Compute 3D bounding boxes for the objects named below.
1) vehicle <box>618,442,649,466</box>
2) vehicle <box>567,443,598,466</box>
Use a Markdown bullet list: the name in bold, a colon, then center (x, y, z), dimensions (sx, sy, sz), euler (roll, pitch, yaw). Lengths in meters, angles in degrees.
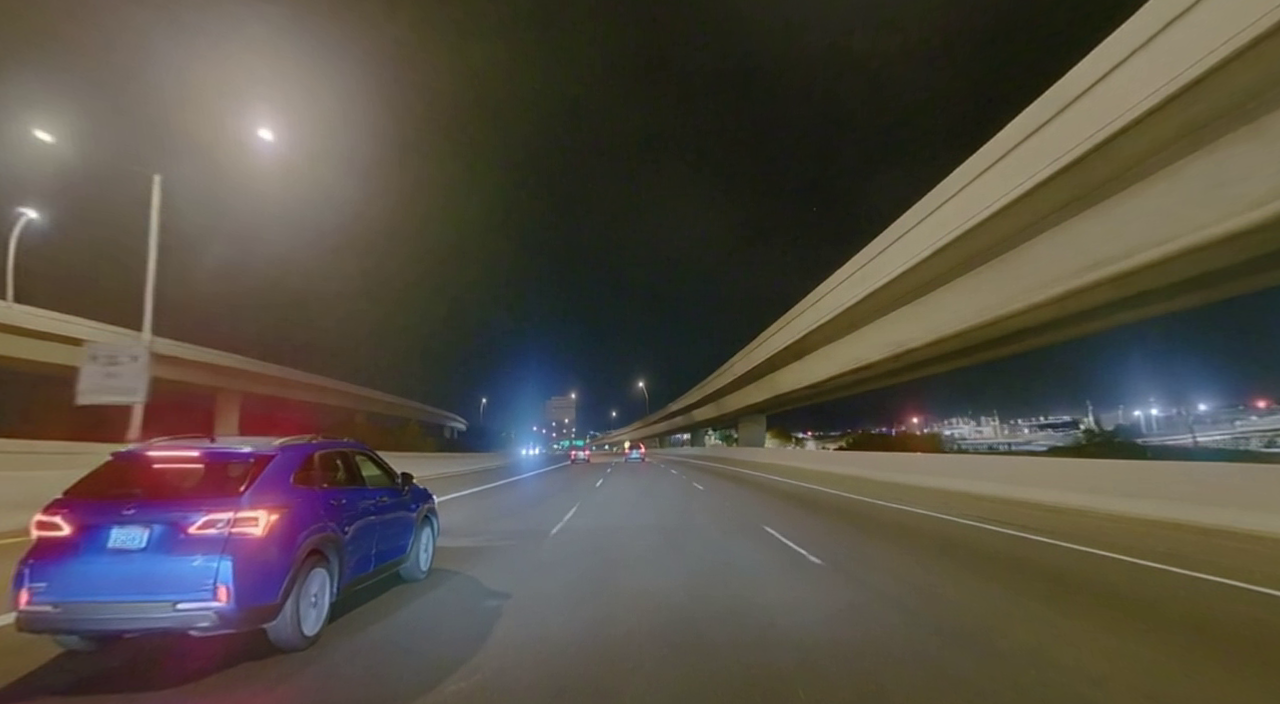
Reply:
- **vehicle**: center (-0.513, 7.352, 45.653), dimensions (2.132, 1.657, 3.967), euler (0, -8, -2)
- **vehicle**: center (-4.337, 7.800, 48.192), dimensions (2.000, 1.646, 4.201), euler (0, -8, -1)
